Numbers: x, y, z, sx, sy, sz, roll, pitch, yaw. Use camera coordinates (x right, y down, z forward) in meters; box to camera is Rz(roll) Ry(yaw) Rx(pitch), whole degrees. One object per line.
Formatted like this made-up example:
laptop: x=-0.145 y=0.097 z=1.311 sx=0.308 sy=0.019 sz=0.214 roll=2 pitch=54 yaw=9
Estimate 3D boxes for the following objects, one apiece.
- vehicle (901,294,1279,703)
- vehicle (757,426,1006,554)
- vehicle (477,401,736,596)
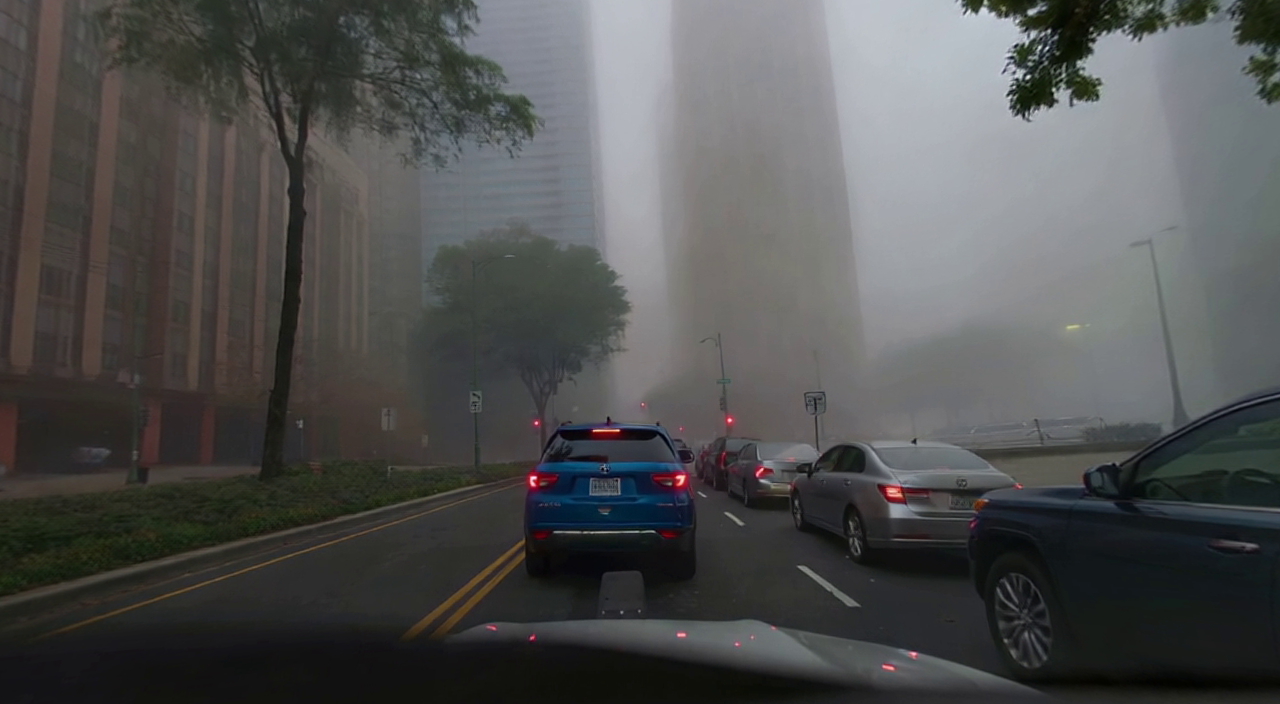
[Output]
vehicle: x=2.999 y=0.753 z=2.241 sx=2.063 sy=1.760 sz=4.664 roll=0 pitch=-9 yaw=-1
vehicle: x=3.287 y=1.978 z=9.823 sx=1.941 sy=1.482 sz=4.632 roll=0 pitch=-9 yaw=-2
vehicle: x=-0.343 y=1.583 z=7.626 sx=2.249 sy=1.684 sz=4.084 roll=0 pitch=-9 yaw=-2
